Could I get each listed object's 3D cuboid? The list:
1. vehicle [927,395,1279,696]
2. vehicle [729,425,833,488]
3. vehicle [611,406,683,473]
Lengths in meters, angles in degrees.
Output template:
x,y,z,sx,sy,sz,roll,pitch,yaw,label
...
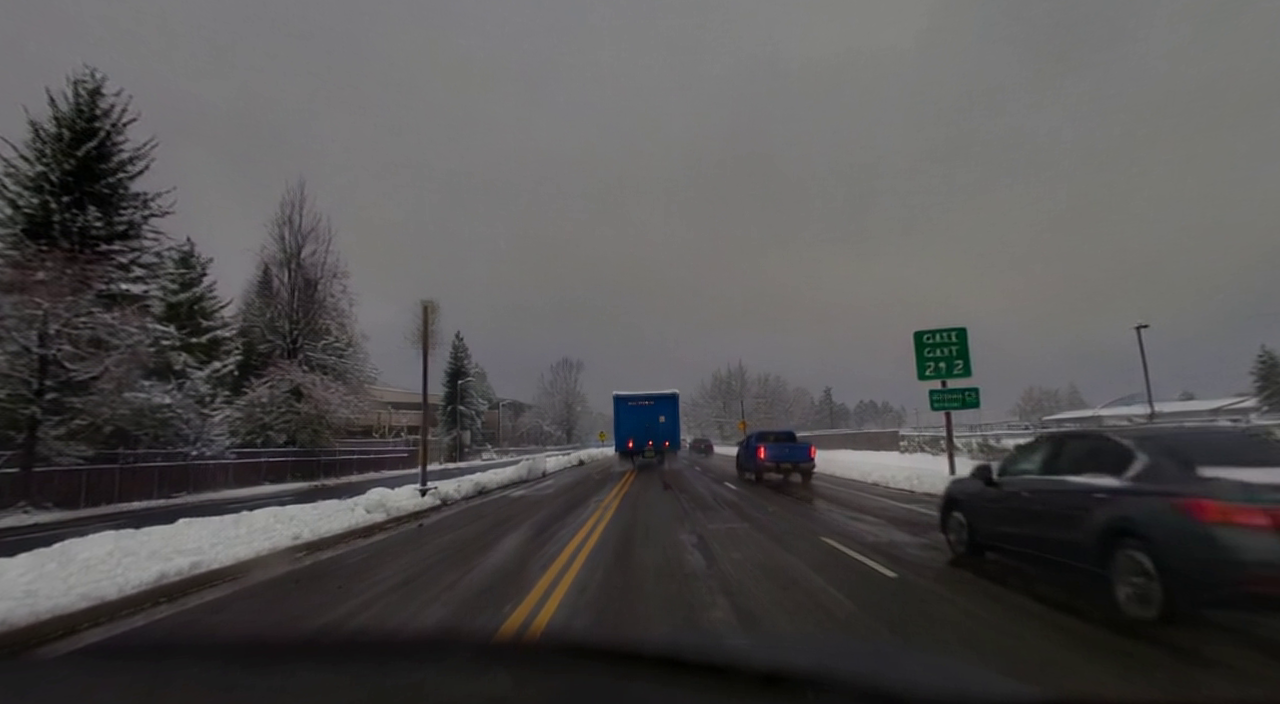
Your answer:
x,y,z,sx,sy,sz,roll,pitch,yaw,label
4.488,1.349,5.507,2.001,1.621,4.208,0,-8,1,vehicle
4.556,3.472,21.326,2.375,1.857,5.100,0,-8,0,vehicle
0.417,4.375,31.461,3.197,2.963,7.055,0,-8,2,vehicle
